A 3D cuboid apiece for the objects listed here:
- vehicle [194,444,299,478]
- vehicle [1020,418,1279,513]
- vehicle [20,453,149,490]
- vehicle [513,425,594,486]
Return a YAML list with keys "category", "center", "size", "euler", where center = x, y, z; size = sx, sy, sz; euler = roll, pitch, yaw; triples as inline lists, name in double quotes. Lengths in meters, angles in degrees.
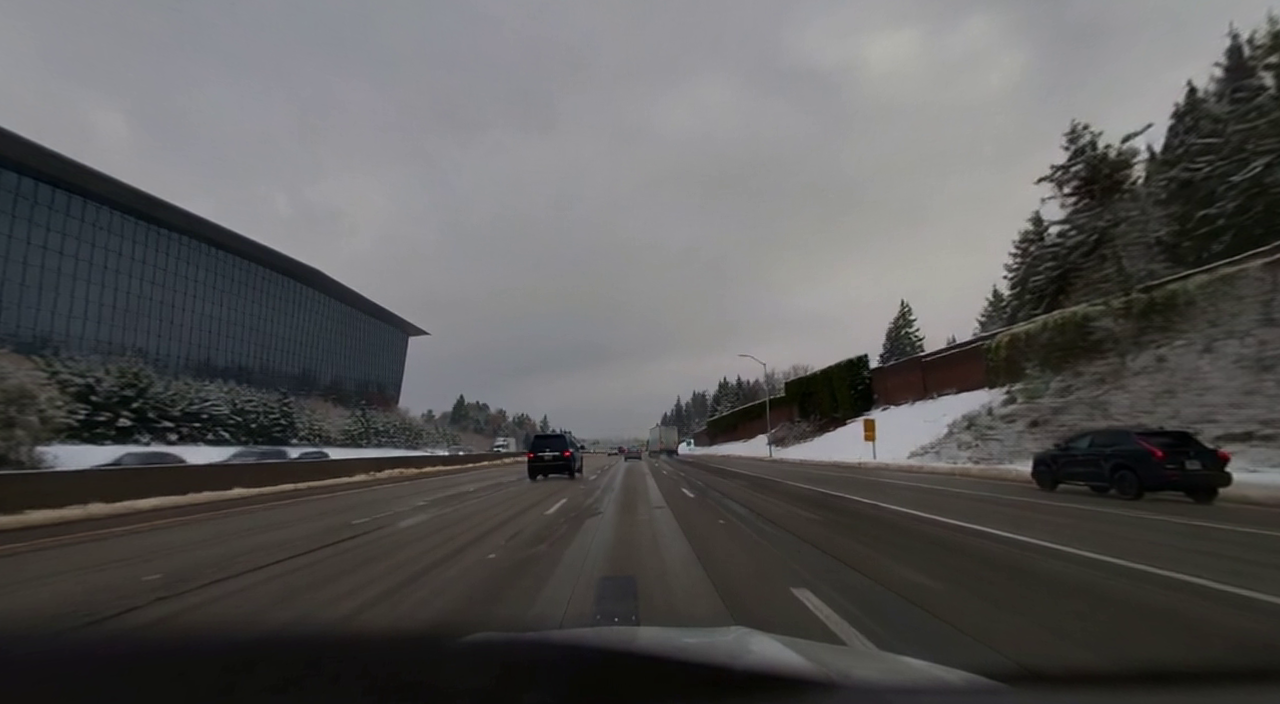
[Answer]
- category: "vehicle"
  center: [-20.620, 5.759, 33.454]
  size: [2.052, 1.622, 5.500]
  euler: [0, -9, 0]
- category: "vehicle"
  center: [11.479, 2.558, 14.587]
  size: [2.089, 1.787, 5.080]
  euler: [0, -9, -2]
- category: "vehicle"
  center: [-23.696, 5.091, 27.195]
  size: [1.828, 1.428, 4.106]
  euler: [0, -9, 0]
- category: "vehicle"
  center: [-3.113, 3.909, 24.080]
  size: [2.284, 2.022, 5.752]
  euler: [0, -9, 0]
